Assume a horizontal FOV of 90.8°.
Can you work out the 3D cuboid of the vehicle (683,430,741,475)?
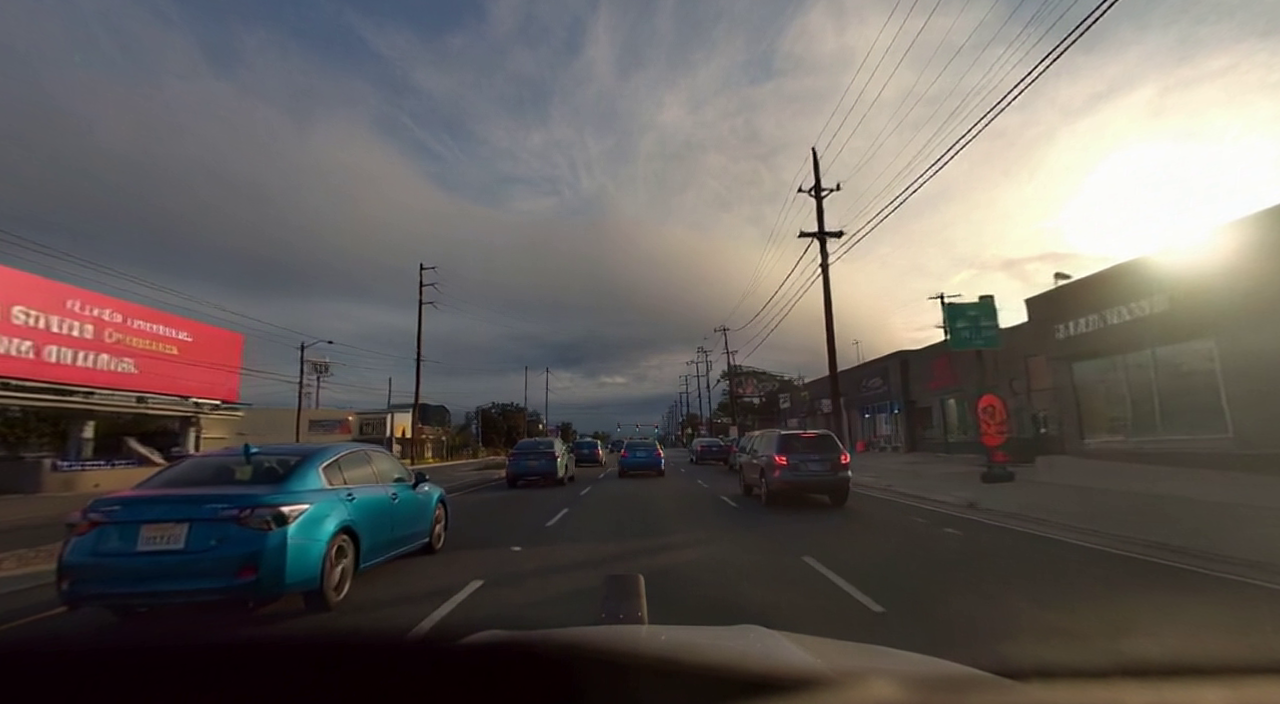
[{"bbox_3d":[3.168,4.549,28.764,2.026,1.904,4.102,0,-8,-2],"label":"vehicle"}]

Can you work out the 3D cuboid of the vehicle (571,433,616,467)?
[{"bbox_3d":[-2.890,6.276,40.566,2.405,2.009,5.909,0,-8,0],"label":"vehicle"}]

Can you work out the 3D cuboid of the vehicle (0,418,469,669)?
[{"bbox_3d":[-3.295,1.492,6.132,2.022,1.498,4.471,0,-8,0],"label":"vehicle"}]

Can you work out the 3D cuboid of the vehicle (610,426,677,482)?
[{"bbox_3d":[0.090,3.878,24.214,2.326,1.925,4.253,0,-8,-1],"label":"vehicle"}]

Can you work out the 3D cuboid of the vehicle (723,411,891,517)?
[{"bbox_3d":[3.362,2.399,13.990,2.282,1.897,4.915,0,-8,-1],"label":"vehicle"}]

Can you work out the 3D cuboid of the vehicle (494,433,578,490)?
[{"bbox_3d":[-3.280,3.526,20.697,2.051,1.671,3.861,0,-8,0],"label":"vehicle"}]
